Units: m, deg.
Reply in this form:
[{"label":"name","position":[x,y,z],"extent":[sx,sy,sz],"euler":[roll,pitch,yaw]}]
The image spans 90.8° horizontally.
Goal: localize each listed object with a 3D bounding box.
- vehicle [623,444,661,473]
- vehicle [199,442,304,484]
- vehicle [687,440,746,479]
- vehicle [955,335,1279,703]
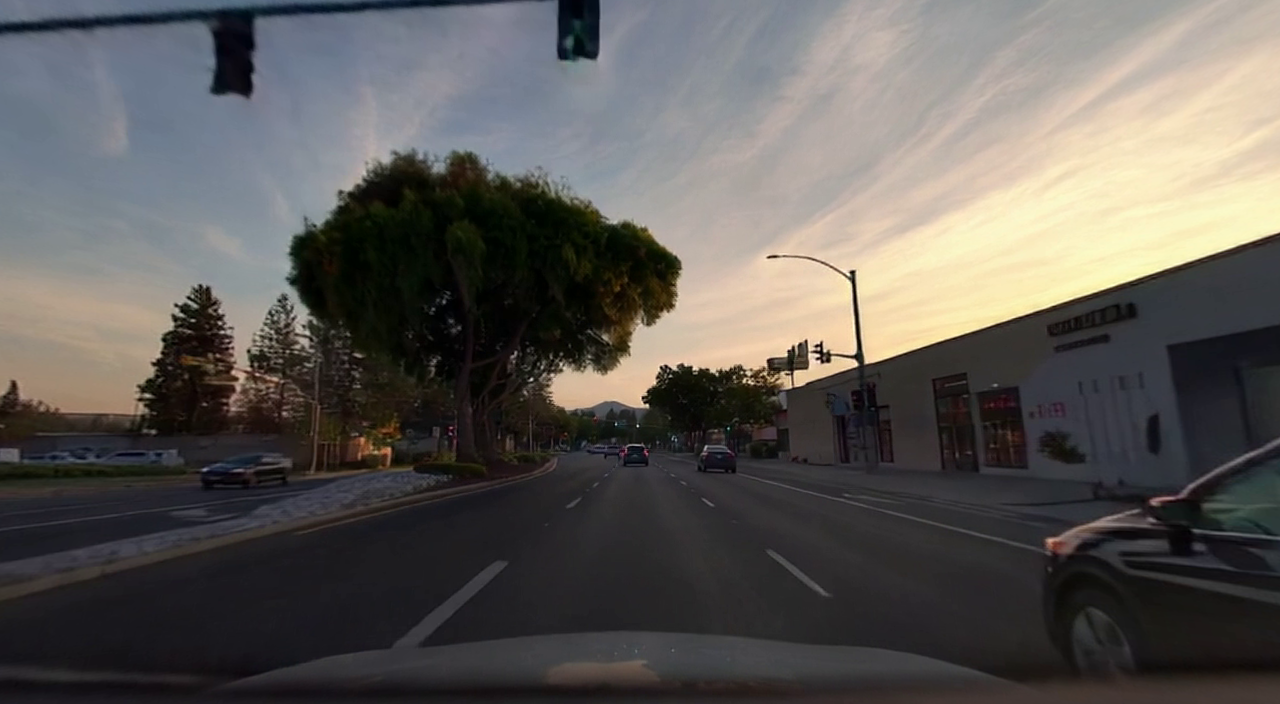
[{"label":"vehicle","position":[0.079,6.042,36.160],"extent":[2.023,1.532,3.891],"euler":[0,-9,-1]},{"label":"vehicle","position":[-18.083,5.174,29.708],"extent":[2.069,1.776,4.543],"euler":[0,-9,-1]},{"label":"vehicle","position":[3.446,4.935,29.233],"extent":[2.085,1.668,4.077],"euler":[0,-9,-2]},{"label":"vehicle","position":[3.067,0.763,1.872],"extent":[1.969,1.682,4.387],"euler":[0,-9,0]}]
